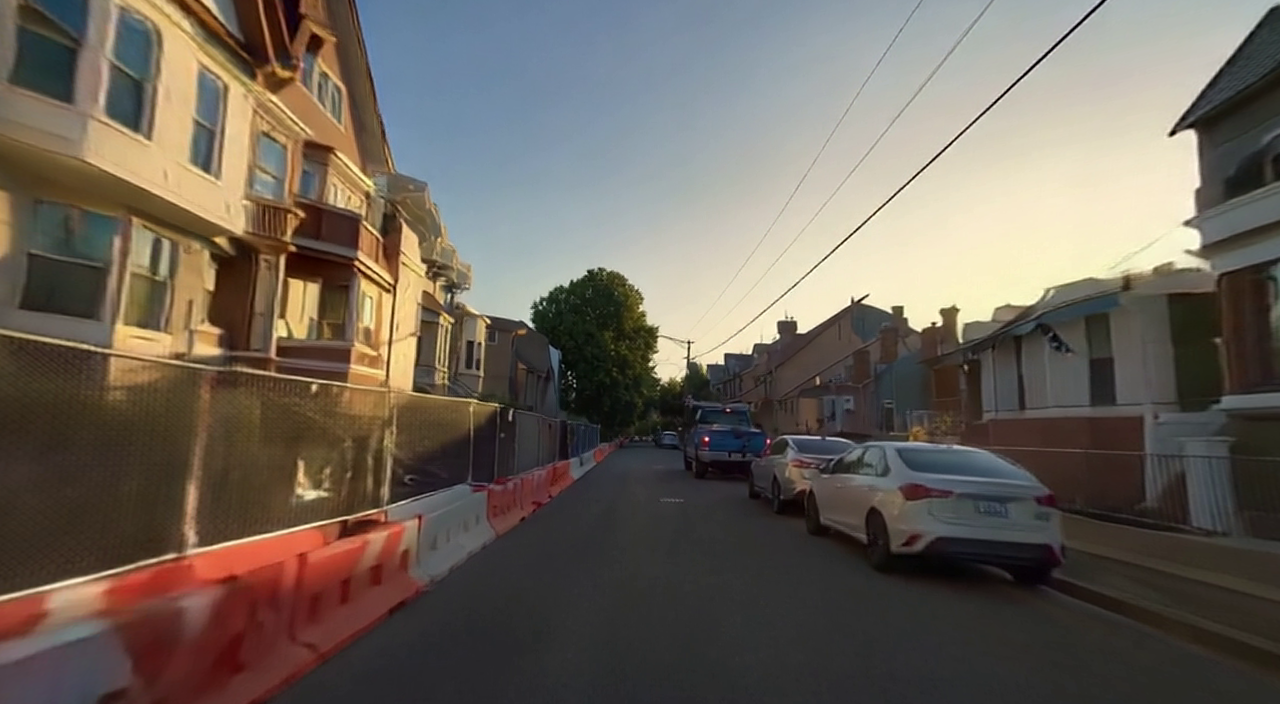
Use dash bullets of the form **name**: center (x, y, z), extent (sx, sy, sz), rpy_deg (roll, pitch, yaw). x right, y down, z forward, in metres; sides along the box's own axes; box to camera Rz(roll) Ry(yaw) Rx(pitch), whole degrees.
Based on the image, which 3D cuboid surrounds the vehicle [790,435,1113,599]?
- **vehicle**: center (3.307, 1.767, 7.807), extent (1.805, 1.436, 4.201), rpy_deg (0, -7, -1)
